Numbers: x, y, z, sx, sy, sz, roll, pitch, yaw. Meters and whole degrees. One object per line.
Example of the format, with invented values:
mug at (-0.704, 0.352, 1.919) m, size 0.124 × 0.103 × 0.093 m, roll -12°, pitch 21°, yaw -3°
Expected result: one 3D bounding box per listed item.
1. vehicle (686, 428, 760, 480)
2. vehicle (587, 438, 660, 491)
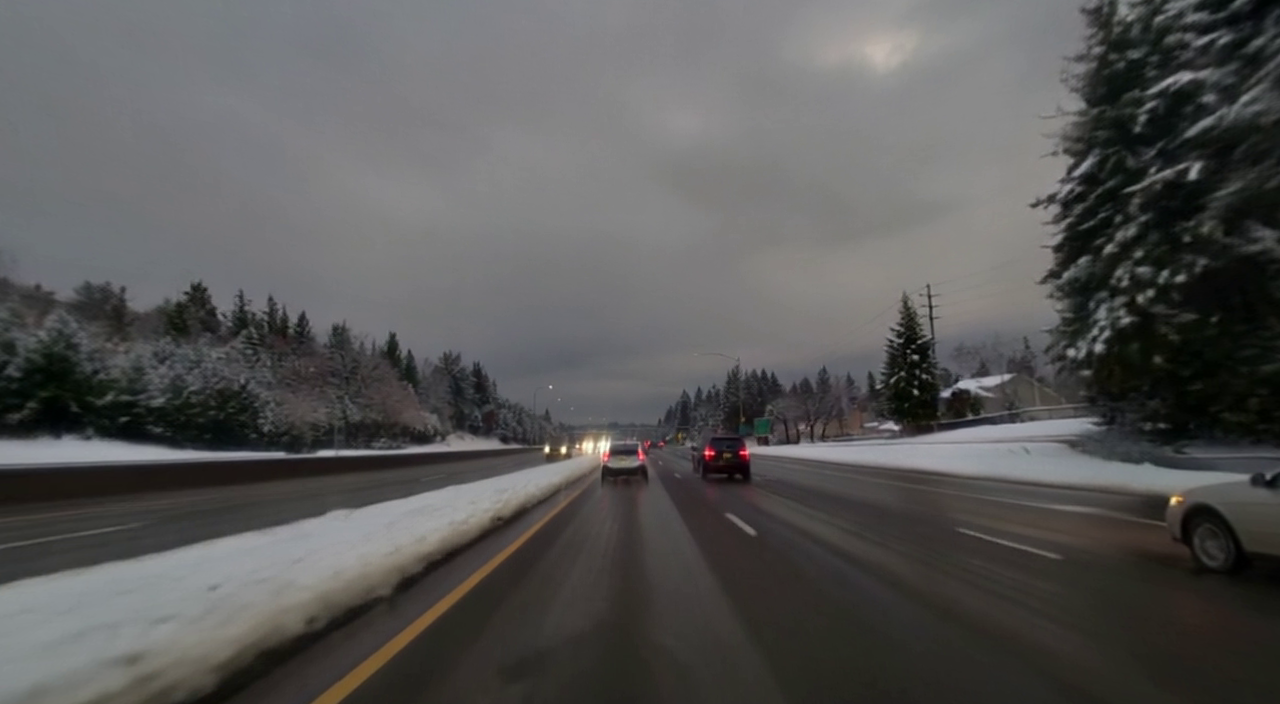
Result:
vehicle at (3.181, 4.043, 25.254) m, size 2.186 × 1.842 × 4.553 m, roll 0°, pitch -8°, yaw -2°
vehicle at (-0.457, 3.417, 19.537) m, size 2.040 × 1.451 × 3.736 m, roll 0°, pitch -8°, yaw 0°
